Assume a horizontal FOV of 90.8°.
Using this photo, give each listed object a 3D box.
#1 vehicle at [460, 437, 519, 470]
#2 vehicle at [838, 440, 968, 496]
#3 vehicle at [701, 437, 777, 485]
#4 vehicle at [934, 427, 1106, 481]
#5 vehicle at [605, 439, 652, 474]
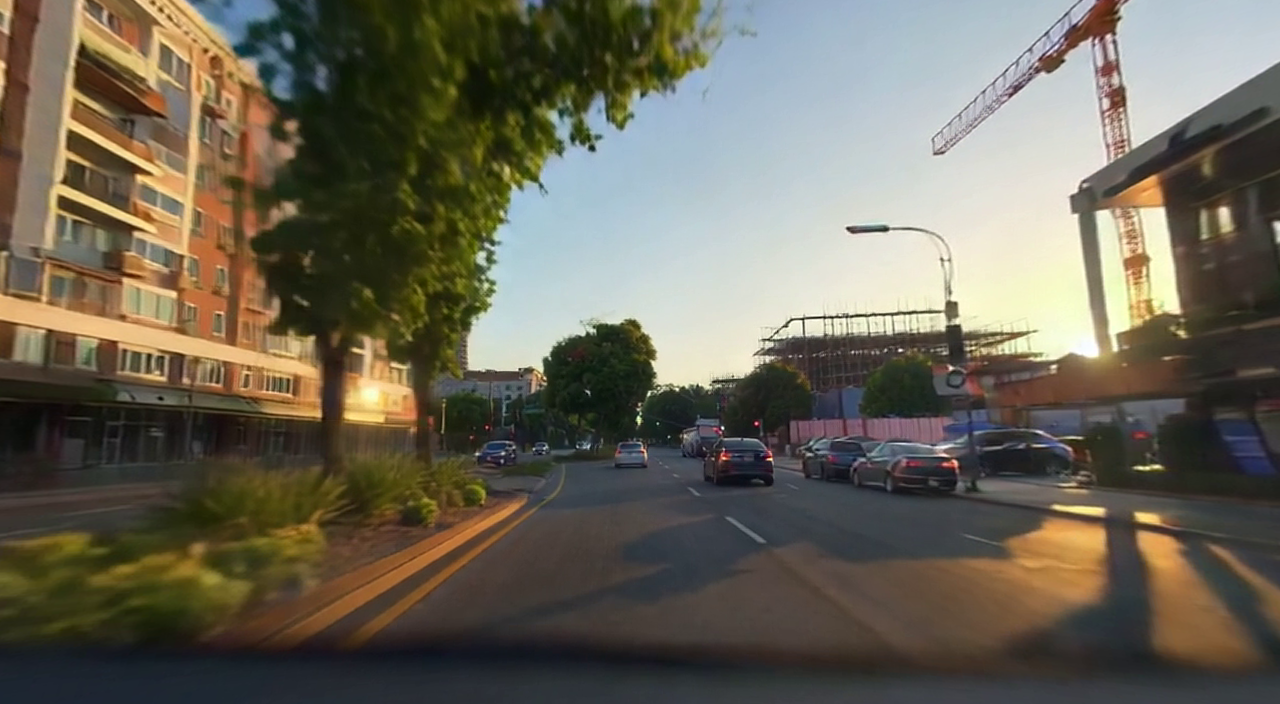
[{"bbox_3d":[-8.140,5.533,34.635,2.072,1.623,4.564,0,-8,0],"label":"vehicle"},{"bbox_3d":[7.559,3.362,18.738,1.883,1.452,4.598,0,-9,0],"label":"vehicle"},{"bbox_3d":[3.288,3.719,21.849,1.910,1.474,4.003,0,-9,-1],"label":"vehicle"},{"bbox_3d":[13.041,3.528,21.912,4.622,1.761,1.986,0,-9,0],"label":"vehicle"},{"bbox_3d":[-0.490,4.755,28.873,2.006,1.487,3.535,0,-9,0],"label":"vehicle"}]
